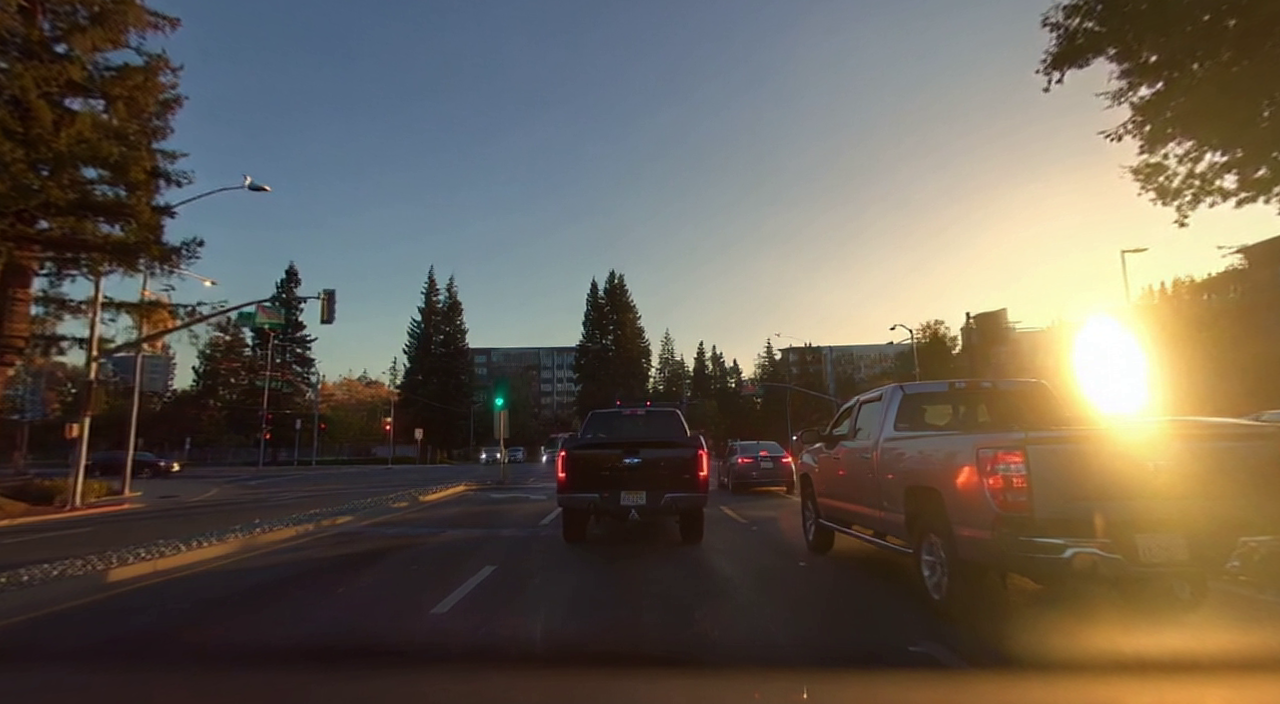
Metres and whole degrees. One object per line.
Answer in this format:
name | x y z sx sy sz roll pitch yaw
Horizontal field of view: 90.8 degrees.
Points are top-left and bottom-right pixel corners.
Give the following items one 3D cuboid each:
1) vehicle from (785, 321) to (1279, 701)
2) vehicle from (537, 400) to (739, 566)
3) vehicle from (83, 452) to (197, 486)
vehicle | 3.324 1.218 6.150 2.412 1.953 5.682 0 -9 -1
vehicle | -0.087 1.826 9.593 2.240 1.821 5.001 0 -9 -2
vehicle | -26.528 6.186 33.725 4.437 1.669 1.936 5 -10 -30
